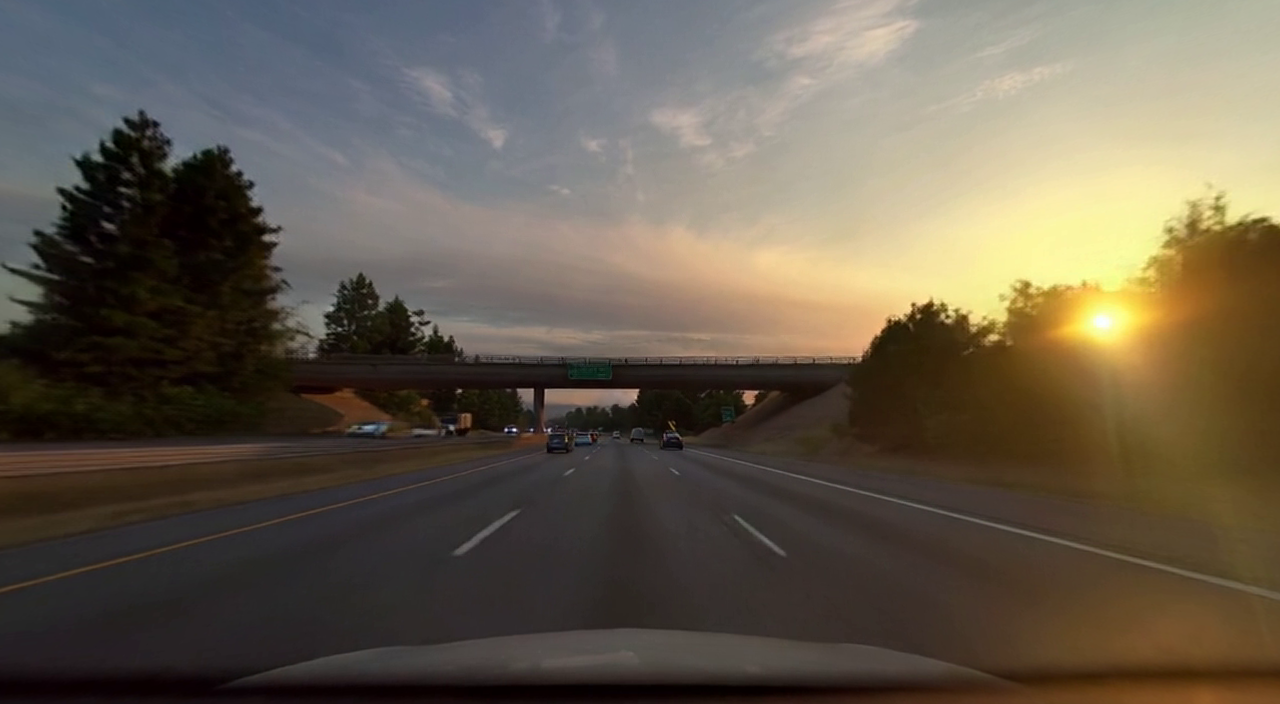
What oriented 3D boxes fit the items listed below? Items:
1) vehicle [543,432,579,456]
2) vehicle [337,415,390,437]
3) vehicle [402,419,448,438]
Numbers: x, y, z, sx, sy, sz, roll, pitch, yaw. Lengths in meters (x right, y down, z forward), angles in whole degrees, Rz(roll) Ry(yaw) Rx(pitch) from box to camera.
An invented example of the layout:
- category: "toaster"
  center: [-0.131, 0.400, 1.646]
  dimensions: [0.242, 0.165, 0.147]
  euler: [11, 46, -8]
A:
- category: "vehicle"
  center: [-5.063, 5.894, 40.536]
  dimensions: [1.966, 1.460, 3.519]
  euler: [0, -8, -2]
- category: "vehicle"
  center: [-18.194, 4.909, 41.570]
  dimensions: [1.820, 1.390, 4.180]
  euler: [1, -8, -3]
- category: "vehicle"
  center: [-14.438, 5.188, 42.404]
  dimensions: [1.824, 1.200, 4.175]
  euler: [1, -8, -3]
